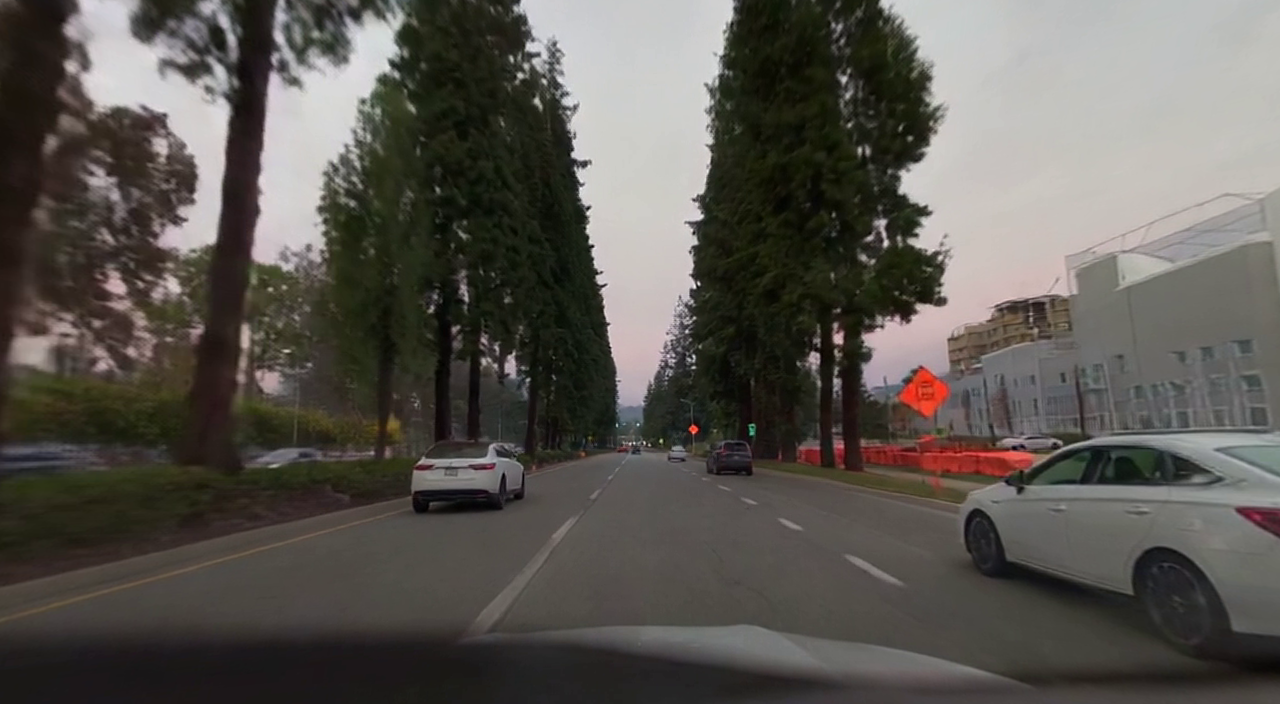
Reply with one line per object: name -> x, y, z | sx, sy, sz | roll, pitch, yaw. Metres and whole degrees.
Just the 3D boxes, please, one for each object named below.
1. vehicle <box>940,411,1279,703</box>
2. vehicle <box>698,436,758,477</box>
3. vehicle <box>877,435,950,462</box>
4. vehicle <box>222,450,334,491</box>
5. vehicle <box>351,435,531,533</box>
vehicle -> 4.129, 1.288, 4.775 | 1.827, 1.491, 3.743 | 0, -9, -1
vehicle -> 4.184, 5.066, 30.884 | 2.159, 1.793, 4.735 | 0, -9, -1
vehicle -> 17.002, 6.020, 39.559 | 1.941, 1.559, 4.633 | 1, -9, -8
vehicle -> -14.501, 4.734, 25.650 | 1.826, 1.496, 4.538 | 0, -9, 0
vehicle -> -3.378, 2.317, 11.704 | 2.020, 1.474, 4.098 | 0, -9, 0
